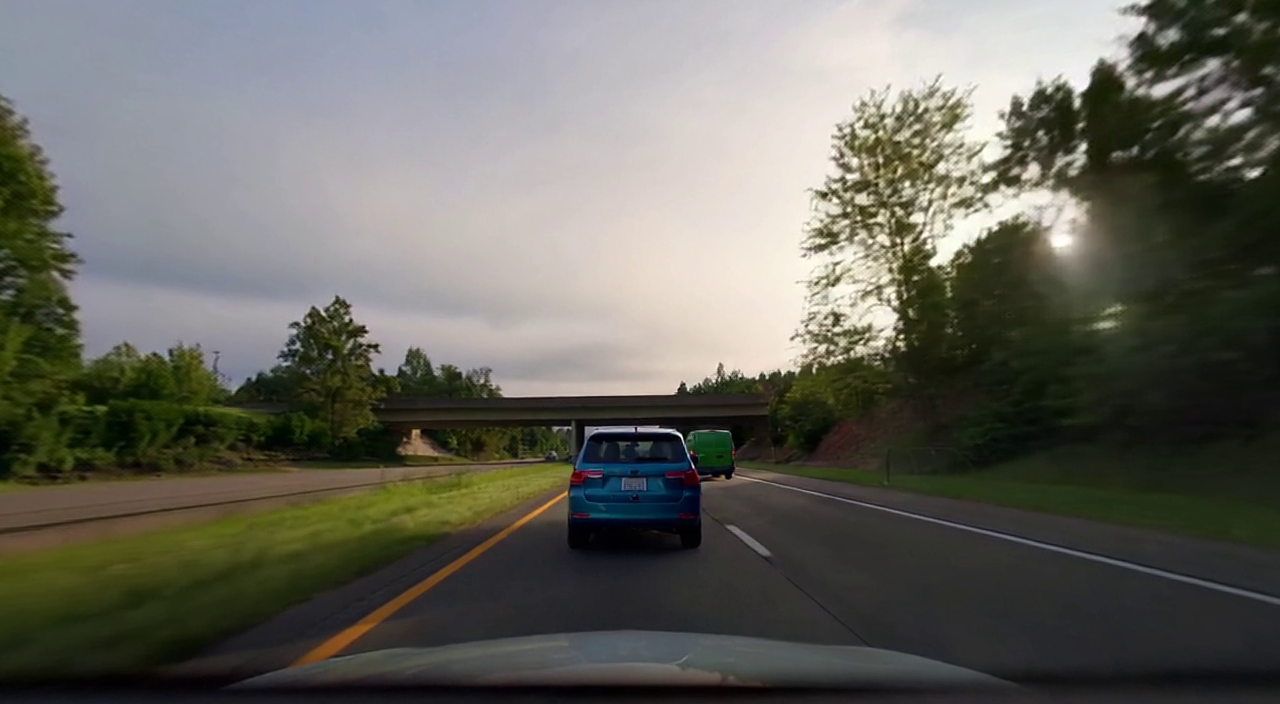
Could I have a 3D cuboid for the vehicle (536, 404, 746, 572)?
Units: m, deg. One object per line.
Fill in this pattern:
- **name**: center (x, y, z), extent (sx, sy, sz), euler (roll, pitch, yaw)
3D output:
- **vehicle**: center (0.013, 1.799, 8.989), extent (2.288, 1.823, 4.059), euler (0, -9, 0)
